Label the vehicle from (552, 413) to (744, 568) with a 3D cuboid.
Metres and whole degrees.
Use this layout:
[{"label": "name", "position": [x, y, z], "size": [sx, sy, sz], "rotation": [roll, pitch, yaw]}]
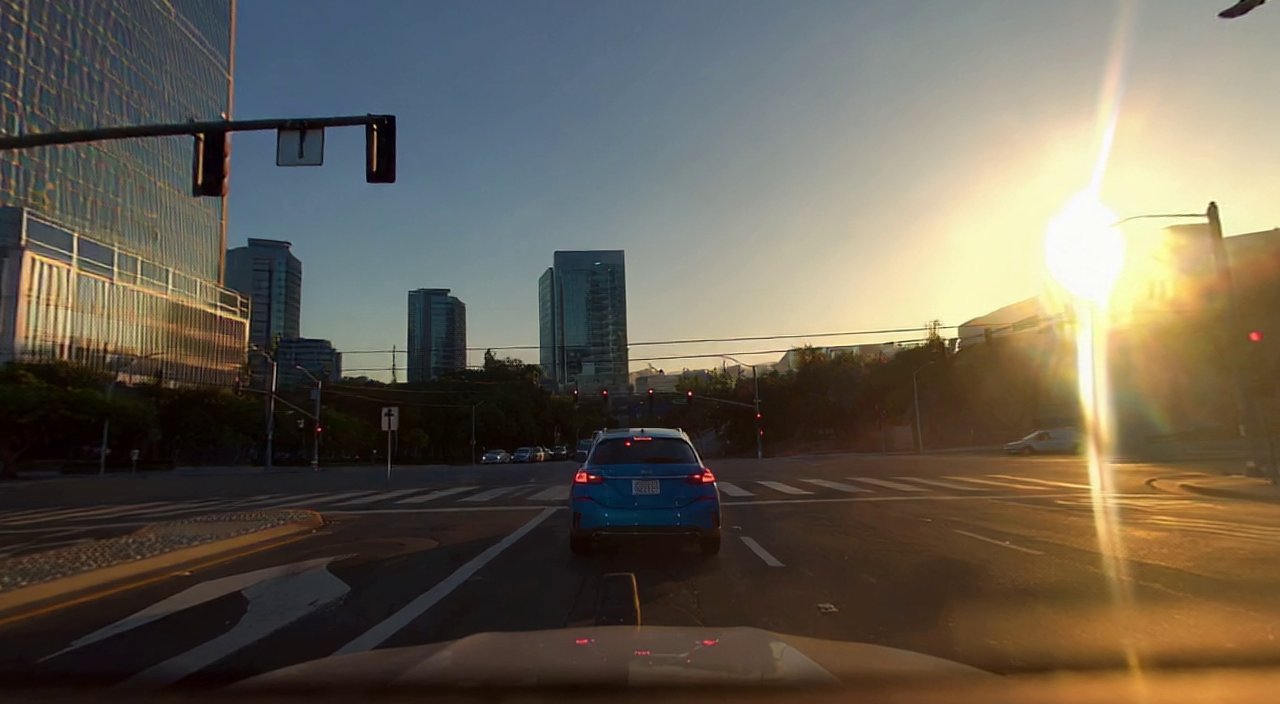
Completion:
[{"label": "vehicle", "position": [0.045, 1.756, 8.707], "size": [2.027, 1.626, 3.942], "rotation": [0, -8, -1]}]
